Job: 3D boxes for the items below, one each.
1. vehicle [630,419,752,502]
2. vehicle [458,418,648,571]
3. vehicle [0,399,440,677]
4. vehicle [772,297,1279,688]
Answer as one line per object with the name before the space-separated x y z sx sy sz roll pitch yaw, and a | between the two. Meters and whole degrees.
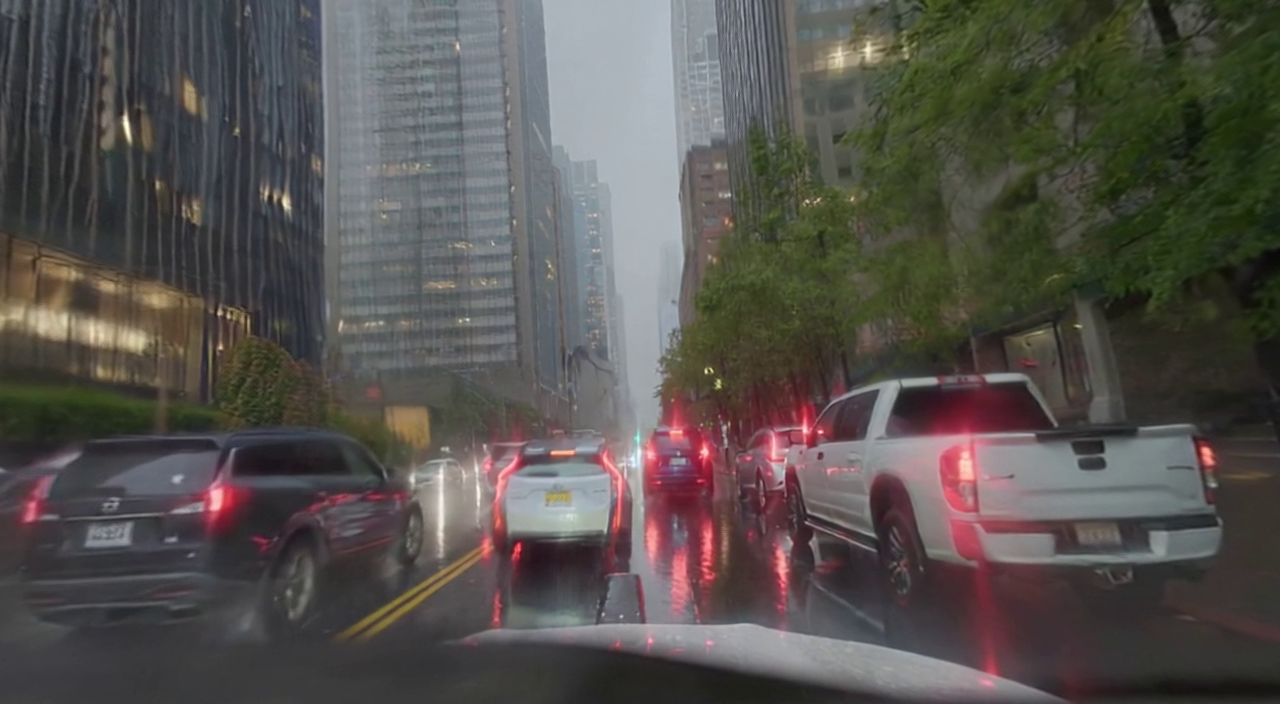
vehicle | 1.593 2.952 17.623 2.352 1.953 4.798 -3 -9 17
vehicle | -0.932 1.865 8.996 2.076 1.667 3.948 0 -8 1
vehicle | -3.868 1.572 6.573 2.000 1.818 4.668 0 -8 0
vehicle | 2.997 1.101 6.035 2.225 2.070 5.264 0 -8 -1
